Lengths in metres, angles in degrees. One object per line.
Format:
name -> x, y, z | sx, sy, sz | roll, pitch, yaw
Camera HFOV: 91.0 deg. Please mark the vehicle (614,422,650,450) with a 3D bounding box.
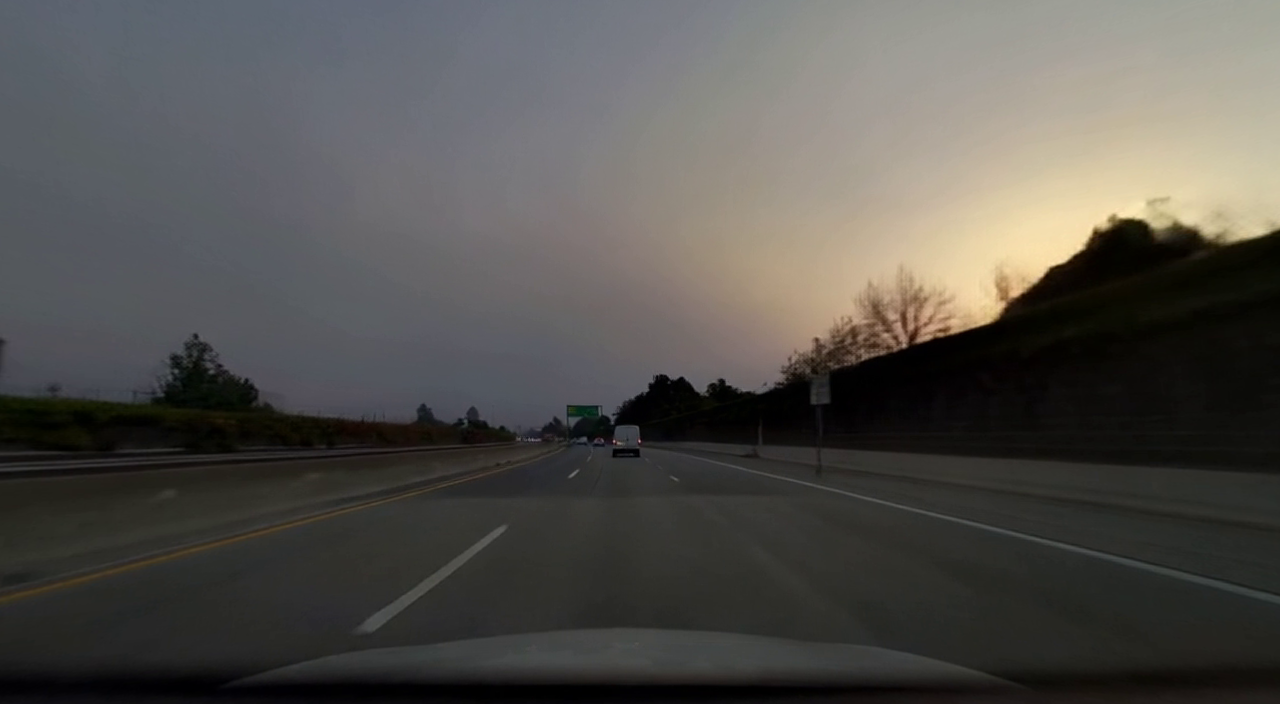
vehicle -> -0.568, 5.352, 39.941 | 2.157, 1.647, 4.524 | 0, -8, -3
